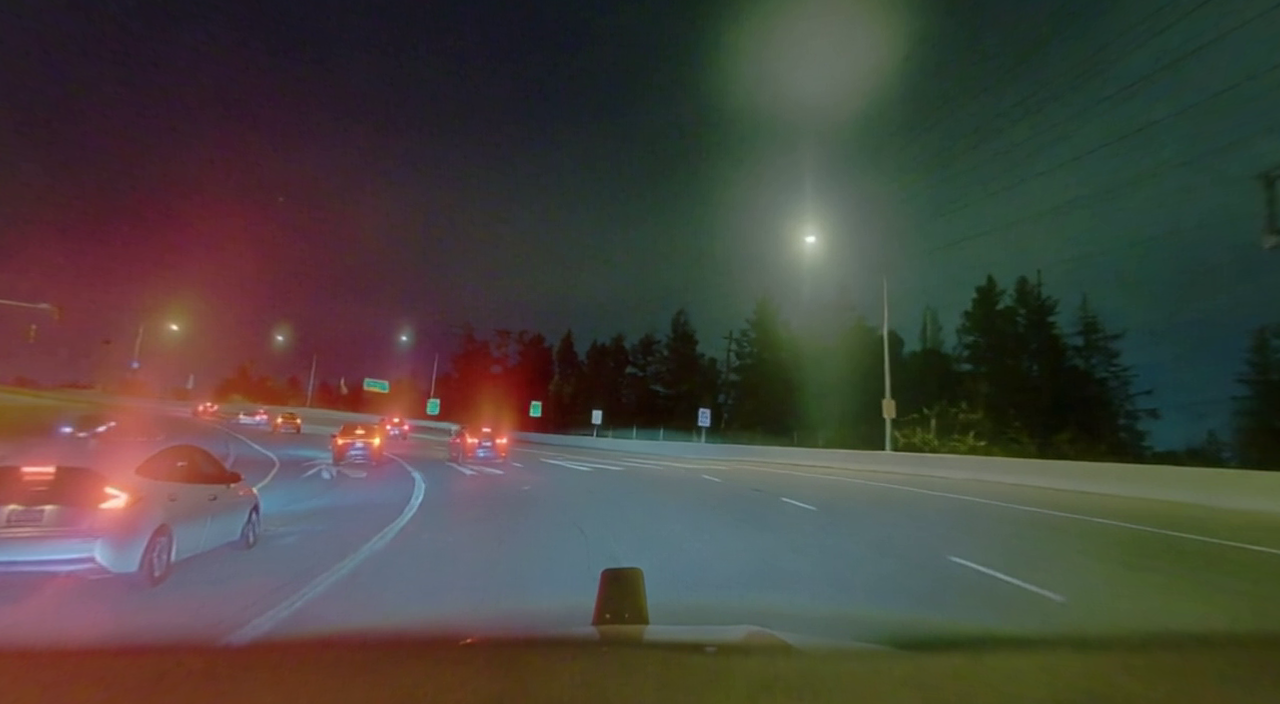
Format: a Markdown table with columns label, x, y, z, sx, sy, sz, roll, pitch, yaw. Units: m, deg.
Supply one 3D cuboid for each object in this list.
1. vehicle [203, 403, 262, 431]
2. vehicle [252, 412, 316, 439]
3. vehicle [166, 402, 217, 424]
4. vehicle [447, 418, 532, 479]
| label | x | y | z | sx | sy | sz | roll | pitch | yaw |
| --- | --- | --- | --- | --- | --- | --- | --- | --- | --- |
| vehicle | -28.559 | 4.619 | 44.125 | 4.285 | 1.747 | 2.076 | -7 | -11 | 38 |
| vehicle | -21.922 | 4.564 | 38.718 | 4.623 | 1.501 | 2.033 | -8 | -12 | 43 |
| vehicle | -34.401 | 4.704 | 48.355 | 4.459 | 1.486 | 1.763 | -7 | -11 | 36 |
| vehicle | -4.970 | 3.124 | 20.427 | 2.140 | 1.724 | 4.304 | 3 | -9 | -20 |
